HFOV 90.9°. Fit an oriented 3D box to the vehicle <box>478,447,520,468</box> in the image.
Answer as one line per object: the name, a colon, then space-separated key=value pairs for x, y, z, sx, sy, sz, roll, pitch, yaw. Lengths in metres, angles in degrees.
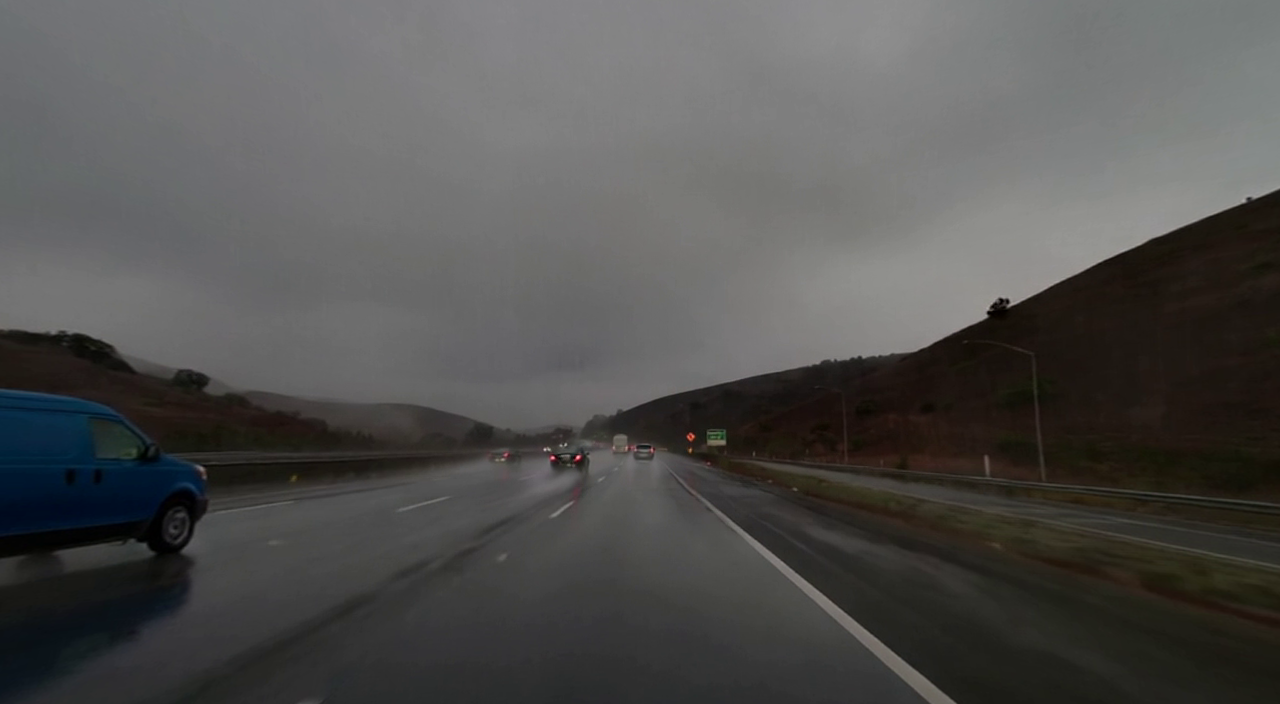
vehicle: x=-10.528 y=7.914 z=47.328 sx=1.945 sy=1.466 sz=4.947 roll=0 pitch=-9 yaw=1

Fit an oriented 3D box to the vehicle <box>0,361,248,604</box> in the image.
vehicle: x=-6.904 y=1.256 z=6.169 sx=2.437 sy=2.135 sz=5.643 roll=0 pitch=-9 yaw=1

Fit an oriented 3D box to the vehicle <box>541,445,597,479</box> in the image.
vehicle: x=-3.354 y=5.318 z=30.693 sx=2.080 sy=1.505 sz=4.649 roll=0 pitch=-9 yaw=1
